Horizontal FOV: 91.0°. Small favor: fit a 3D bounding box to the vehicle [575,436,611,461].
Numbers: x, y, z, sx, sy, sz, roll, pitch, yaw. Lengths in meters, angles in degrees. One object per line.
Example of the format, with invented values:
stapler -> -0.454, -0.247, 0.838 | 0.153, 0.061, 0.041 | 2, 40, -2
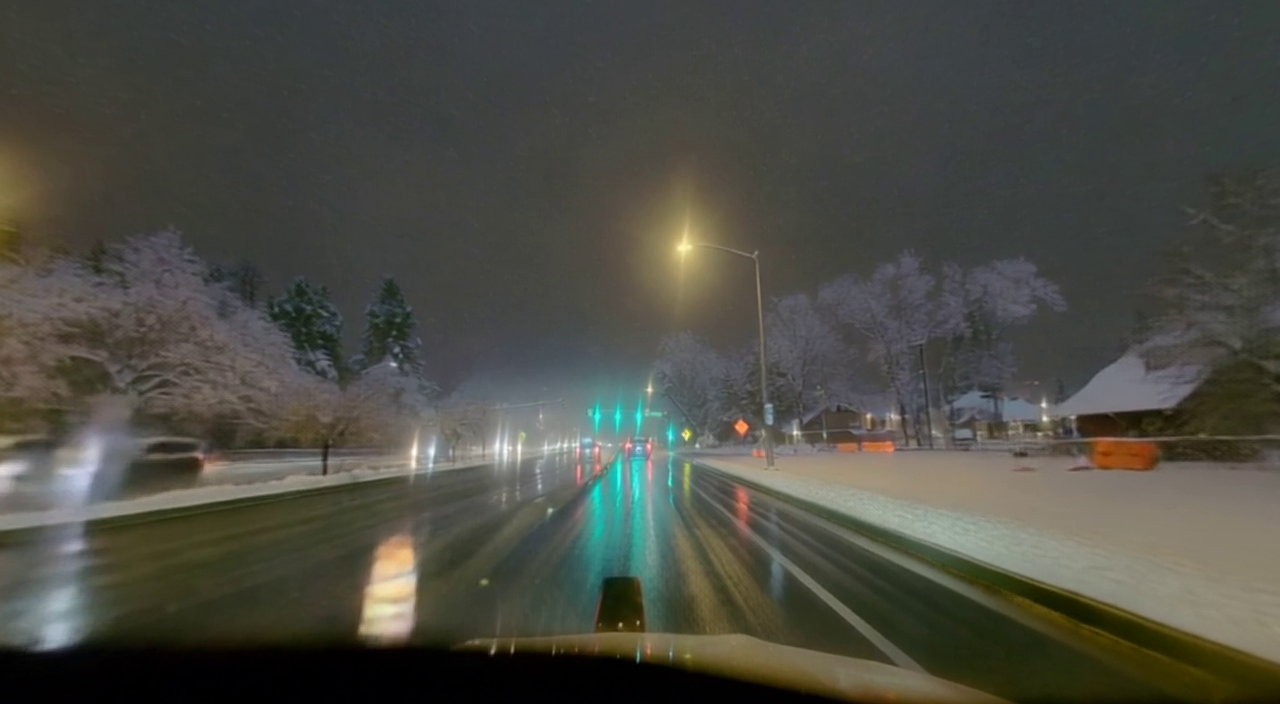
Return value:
vehicle -> -3.394, 7.078, 46.205 | 2.198, 1.663, 4.519 | 0, -8, 0
